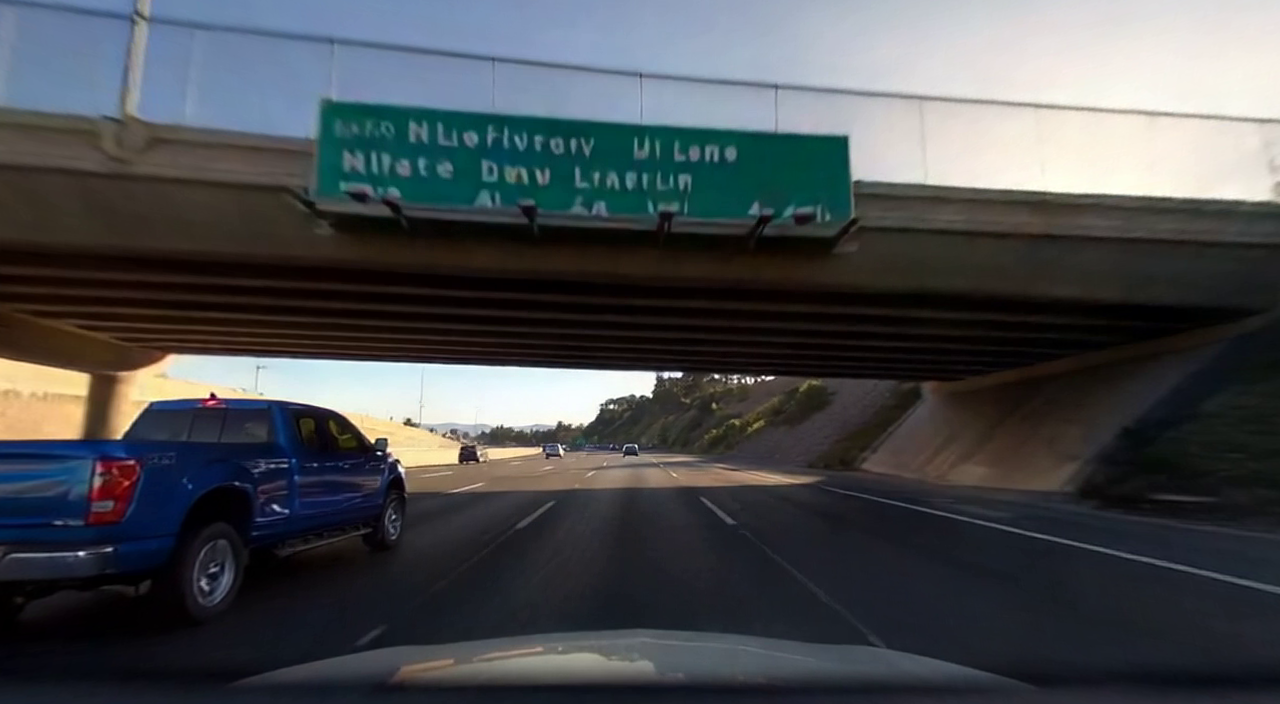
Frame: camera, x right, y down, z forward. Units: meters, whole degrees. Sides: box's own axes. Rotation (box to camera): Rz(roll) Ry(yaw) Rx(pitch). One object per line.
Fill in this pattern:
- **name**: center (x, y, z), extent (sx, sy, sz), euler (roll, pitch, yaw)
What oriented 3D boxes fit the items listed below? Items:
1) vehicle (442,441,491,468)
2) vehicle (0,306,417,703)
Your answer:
- **vehicle**: center (-11.563, 6.848, 42.280), extent (2.106, 1.692, 4.458), euler (0, -9, -1)
- **vehicle**: center (-4.299, 1.175, 5.626), extent (2.339, 2.004, 6.171), euler (0, -9, 0)
